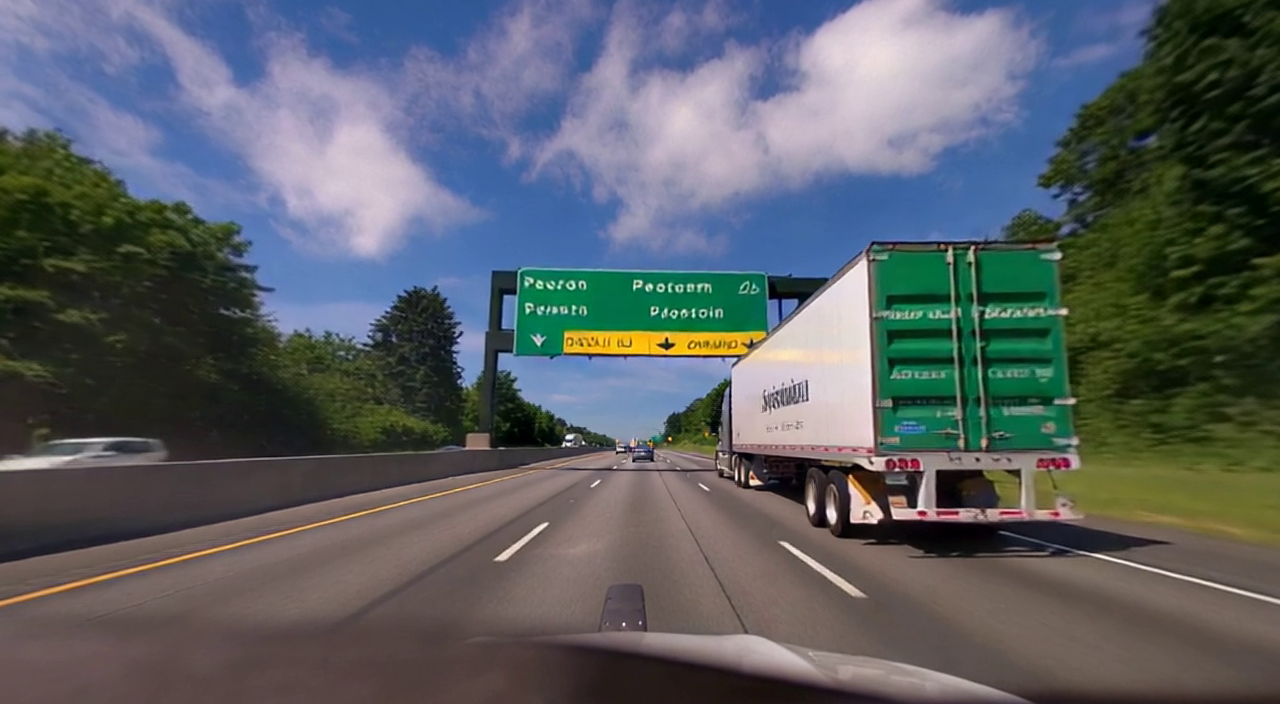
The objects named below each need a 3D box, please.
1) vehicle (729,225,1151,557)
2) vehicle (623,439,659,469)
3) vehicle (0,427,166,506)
[{"bbox_3d":[4.504,1.447,14.512,3.011,4.028,13.890,0,-9,0],"label":"vehicle"},{"bbox_3d":[0.065,6.151,38.196,2.067,1.690,3.901,0,-9,0],"label":"vehicle"},{"bbox_3d":[-15.295,2.947,16.607,1.894,1.765,4.604,0,-9,1],"label":"vehicle"}]
